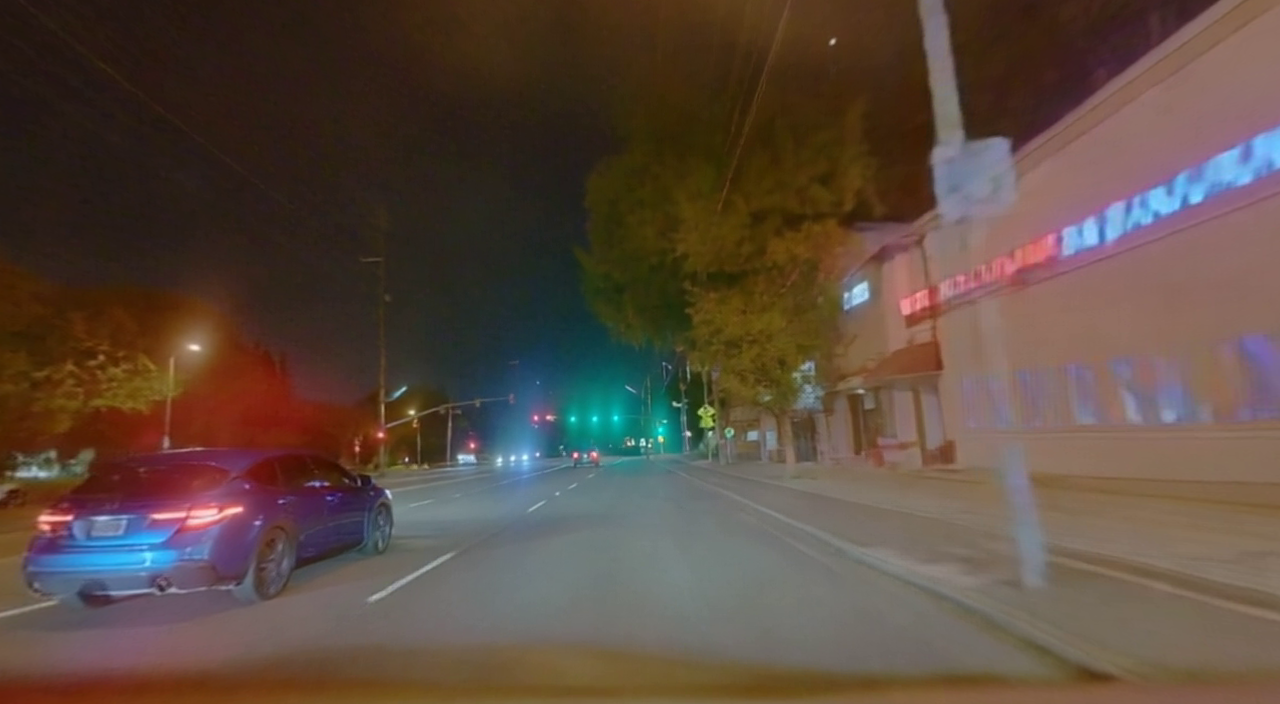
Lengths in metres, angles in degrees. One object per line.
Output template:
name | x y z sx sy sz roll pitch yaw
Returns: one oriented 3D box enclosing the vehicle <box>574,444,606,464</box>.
vehicle | -3.813 7.874 48.885 2.054 1.449 4.772 0 -8 1
